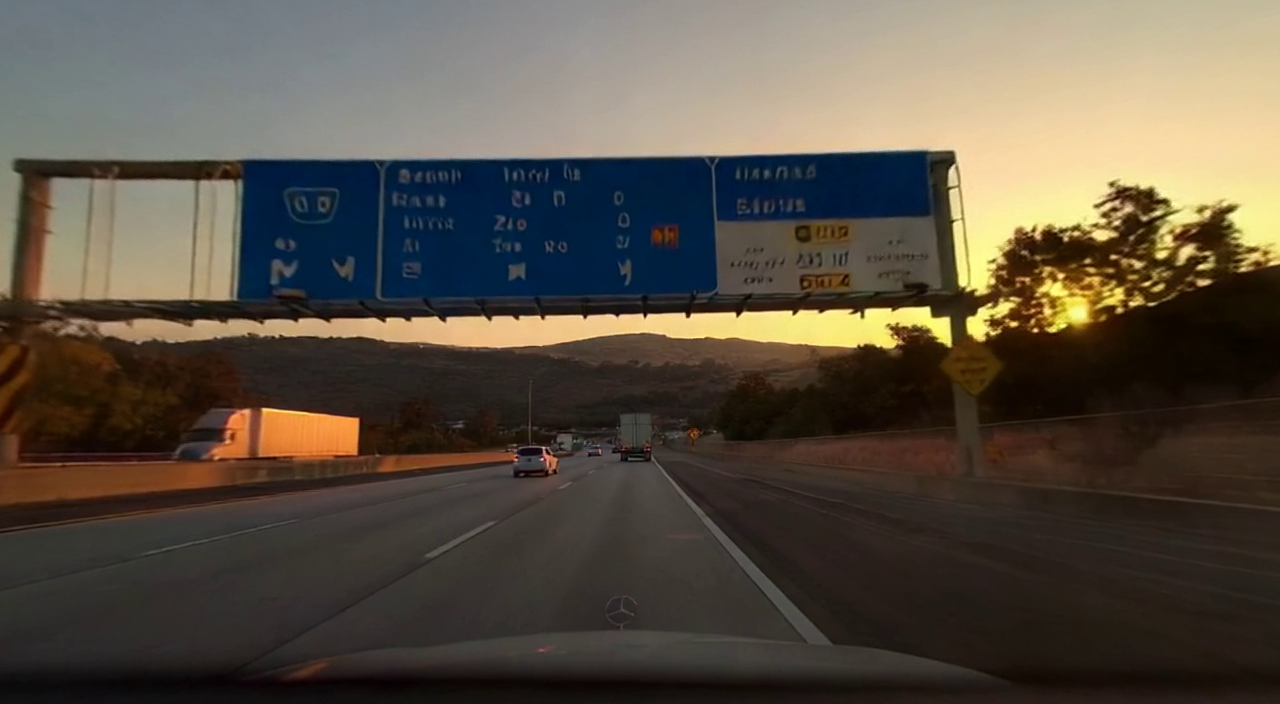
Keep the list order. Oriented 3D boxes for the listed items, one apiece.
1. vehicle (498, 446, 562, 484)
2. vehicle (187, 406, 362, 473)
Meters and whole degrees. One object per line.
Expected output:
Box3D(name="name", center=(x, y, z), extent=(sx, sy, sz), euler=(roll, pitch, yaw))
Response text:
Box3D(name="vehicle", center=(-4.663, 4.850, 27.361), extent=(2.024, 1.515, 3.907), euler=(0, -9, 1))
Box3D(name="vehicle", center=(-25.444, 6.485, 45.869), extent=(3.069, 3.973, 16.049), euler=(0, -9, 0))
